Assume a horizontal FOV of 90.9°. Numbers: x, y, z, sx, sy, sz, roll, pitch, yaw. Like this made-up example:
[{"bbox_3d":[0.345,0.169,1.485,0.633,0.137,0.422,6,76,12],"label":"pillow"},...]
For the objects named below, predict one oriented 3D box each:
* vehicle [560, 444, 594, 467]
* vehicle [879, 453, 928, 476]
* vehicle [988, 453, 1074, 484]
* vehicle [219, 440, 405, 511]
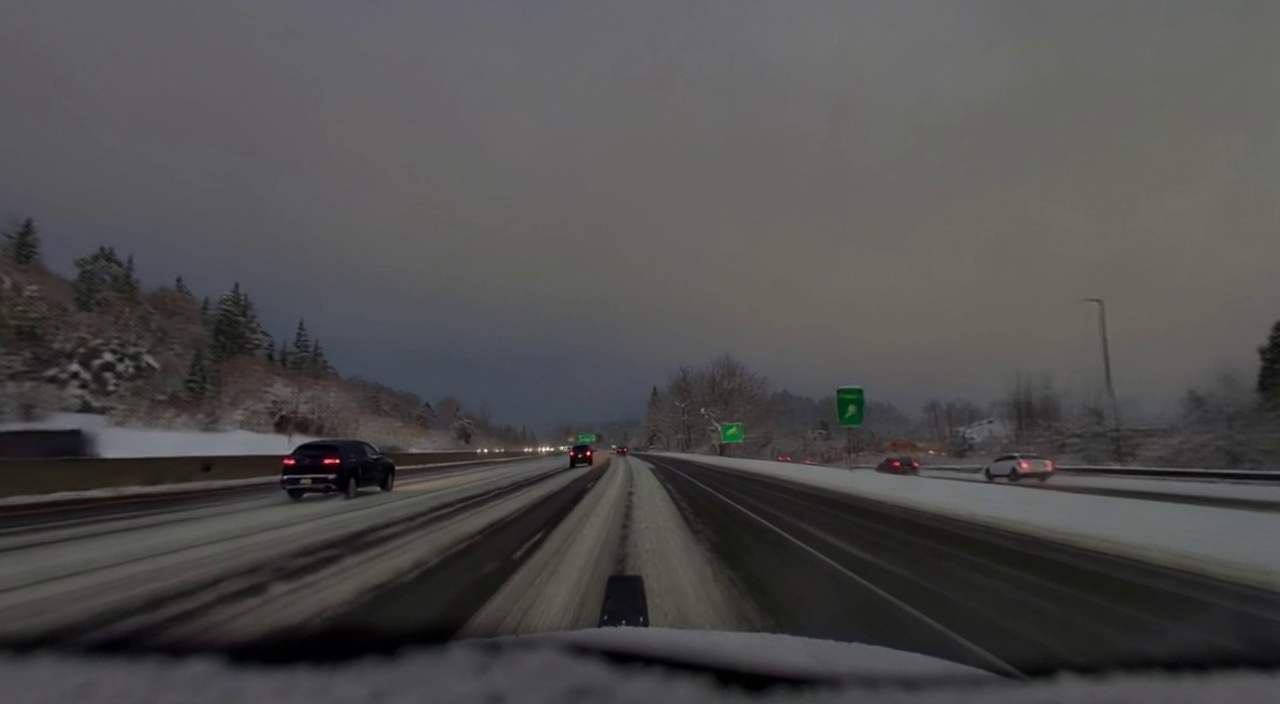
[{"bbox_3d":[-4.189,6.963,42.621,1.936,1.465,4.060,0,-8,-1],"label":"vehicle"},{"bbox_3d":[18.807,8.015,45.223,2.005,1.478,4.056,-1,-8,4],"label":"vehicle"},{"bbox_3d":[20.573,6.120,33.418,1.950,1.462,4.391,-1,-8,4],"label":"vehicle"},{"bbox_3d":[-7.654,2.901,15.403,2.038,1.463,4.656,0,-8,0],"label":"vehicle"}]
